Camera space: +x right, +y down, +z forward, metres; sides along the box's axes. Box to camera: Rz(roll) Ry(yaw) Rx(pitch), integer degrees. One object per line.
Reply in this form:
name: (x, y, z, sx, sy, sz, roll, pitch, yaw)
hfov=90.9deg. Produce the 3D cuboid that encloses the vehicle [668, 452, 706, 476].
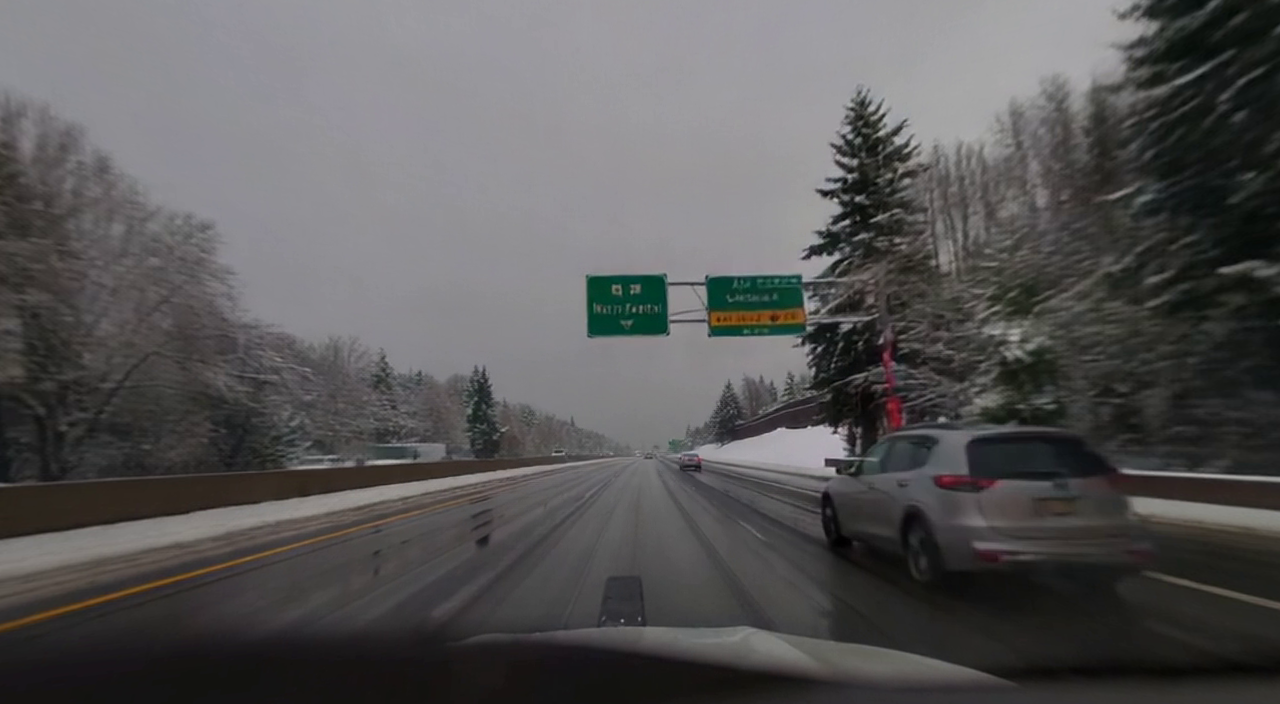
vehicle: (2.802, 6.809, 38.535, 2.065, 1.400, 4.028, 0, -9, 0)

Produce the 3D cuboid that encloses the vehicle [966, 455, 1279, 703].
vehicle: (3.532, 1.205, 3.174, 1.883, 1.320, 3.386, 0, -9, -1)

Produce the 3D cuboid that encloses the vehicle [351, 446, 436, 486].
vehicle: (-10.836, 5.013, 28.023, 2.025, 1.603, 3.989, 0, -9, 2)

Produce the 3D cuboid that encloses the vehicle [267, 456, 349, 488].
vehicle: (-17.661, 6.363, 33.776, 1.936, 1.560, 4.343, 0, -9, 1)
